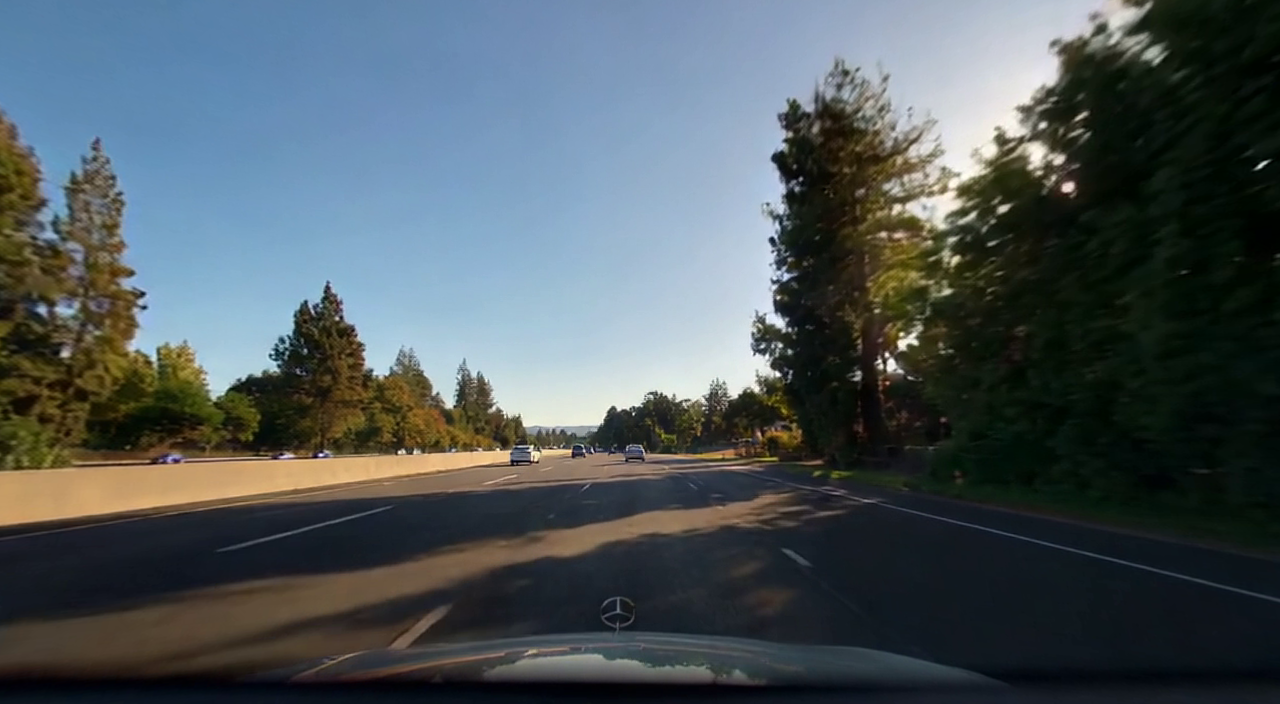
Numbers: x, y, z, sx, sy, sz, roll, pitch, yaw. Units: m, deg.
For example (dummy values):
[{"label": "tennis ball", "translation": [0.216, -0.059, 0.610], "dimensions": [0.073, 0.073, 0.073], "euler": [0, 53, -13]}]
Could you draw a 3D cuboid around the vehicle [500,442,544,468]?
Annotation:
[{"label": "vehicle", "translation": [-7.740, 6.785, 41.835], "dimensions": [1.991, 1.572, 4.314], "euler": [0, -9, 0]}]
